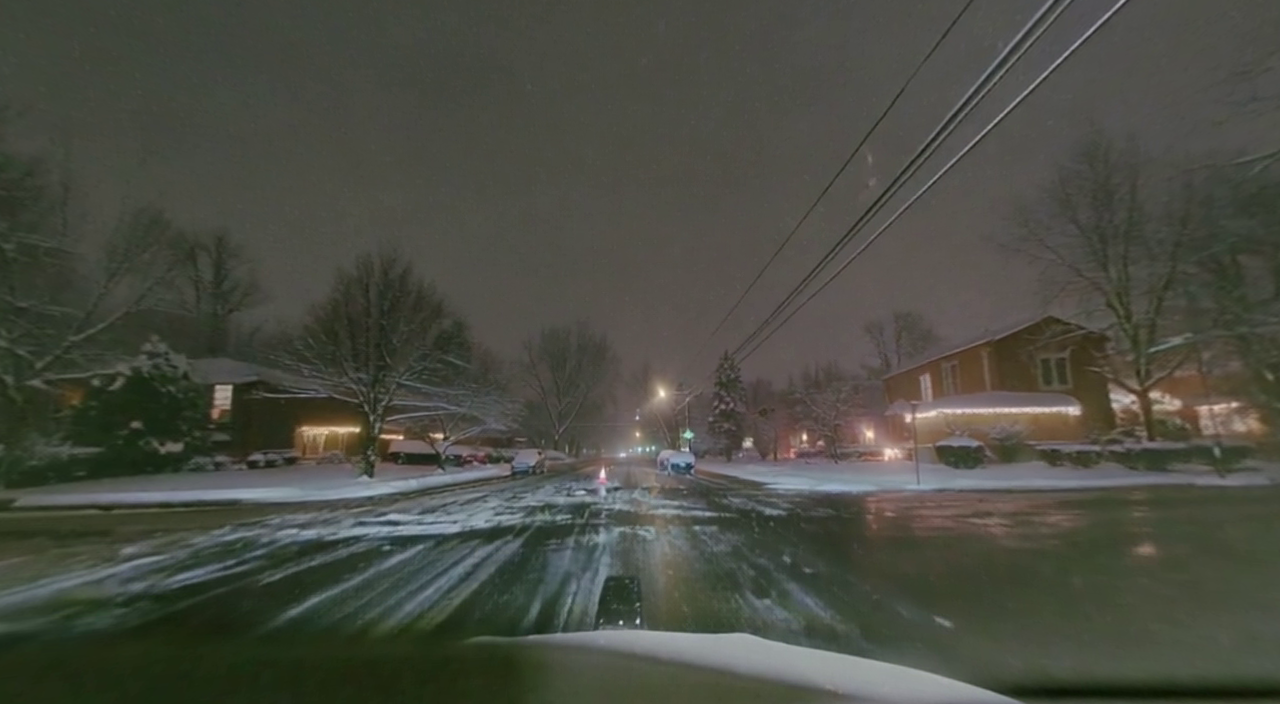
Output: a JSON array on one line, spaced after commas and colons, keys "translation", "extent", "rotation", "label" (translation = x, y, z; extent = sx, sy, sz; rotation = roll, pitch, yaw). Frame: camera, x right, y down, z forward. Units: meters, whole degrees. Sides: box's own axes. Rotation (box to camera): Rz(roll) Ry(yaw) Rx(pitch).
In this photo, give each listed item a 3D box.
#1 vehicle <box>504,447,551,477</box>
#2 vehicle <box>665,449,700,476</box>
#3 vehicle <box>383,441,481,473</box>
[{"translation": [-7.638, 7.574, 43.475], "extent": [2.266, 1.877, 5.167], "rotation": [-1, -10, 0], "label": "vehicle"}, {"translation": [2.689, 7.147, 41.050], "extent": [1.896, 1.602, 4.571], "rotation": [0, -9, -1], "label": "vehicle"}, {"translation": [-15.765, 7.998, 48.252], "extent": [6.526, 2.046, 2.522], "rotation": [3, -9, -2], "label": "vehicle"}]
